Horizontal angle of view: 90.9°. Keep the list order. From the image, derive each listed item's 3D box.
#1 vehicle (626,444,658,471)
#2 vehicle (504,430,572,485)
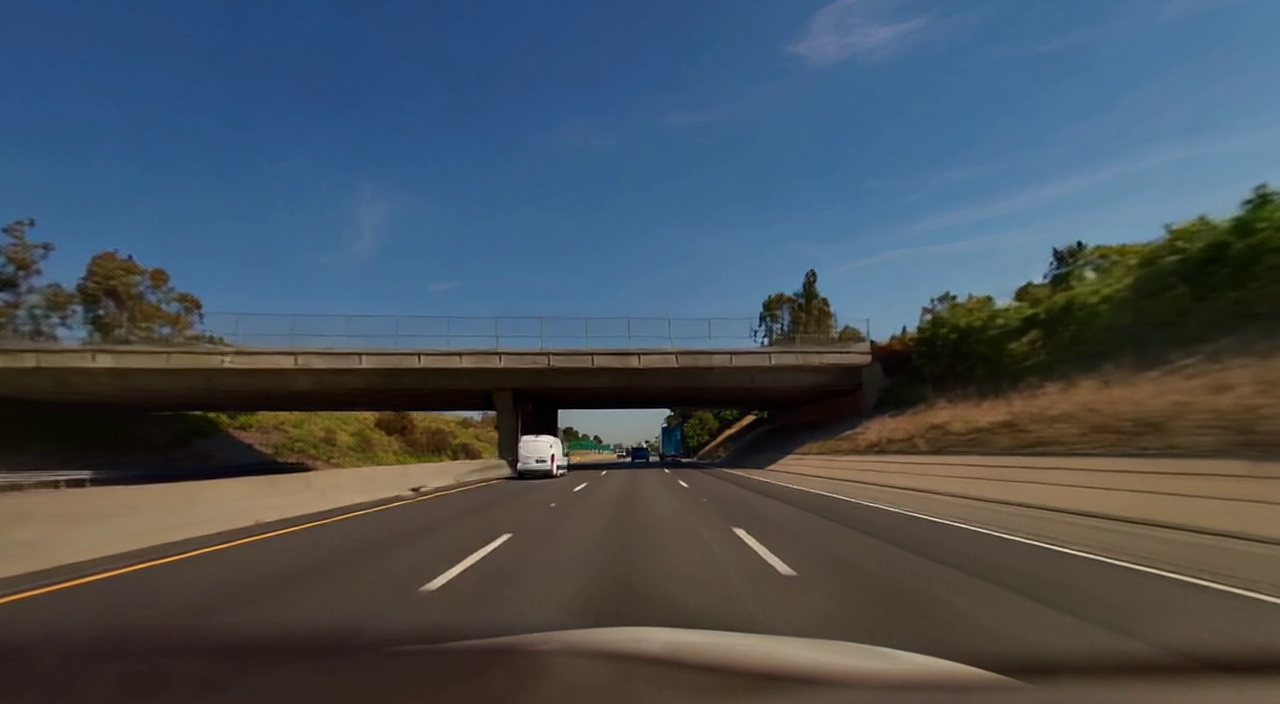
[{"bbox_3d":[0.151,7.306,43.863,2.166,1.747,4.299,0,-9,1],"label":"vehicle"},{"bbox_3d":[-4.067,4.324,25.929,1.955,2.004,4.792,0,-9,0],"label":"vehicle"}]
